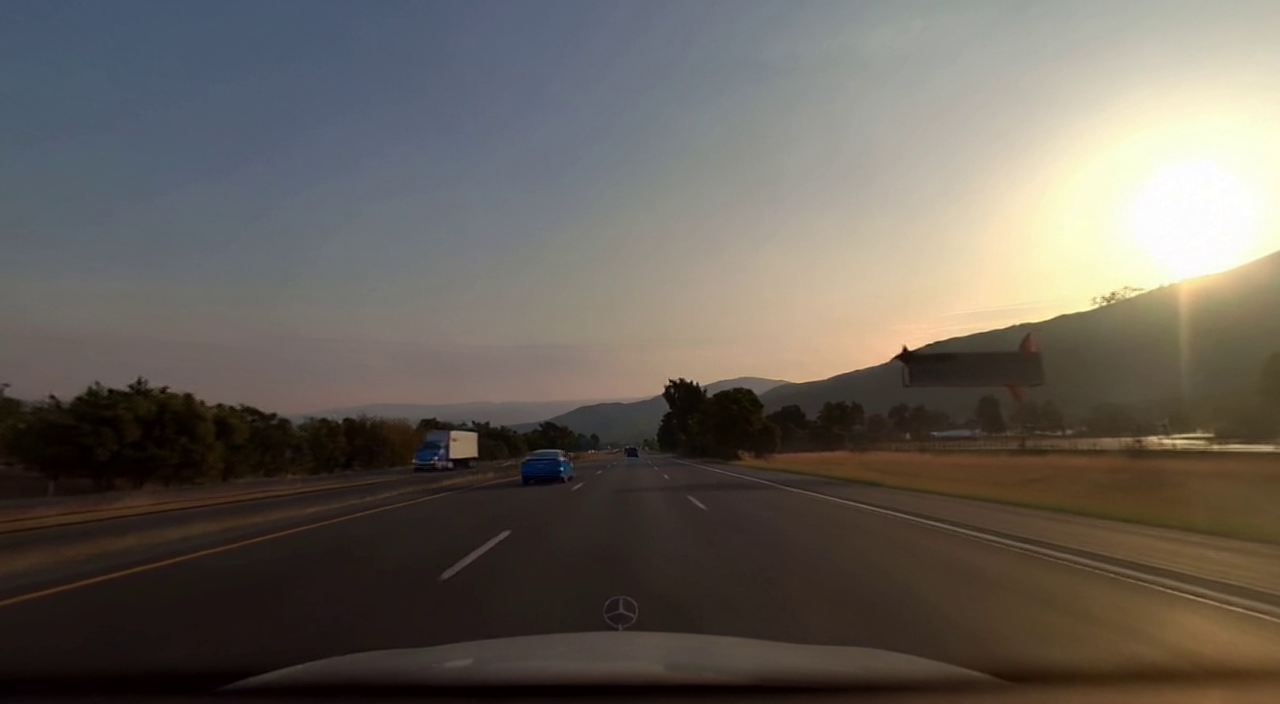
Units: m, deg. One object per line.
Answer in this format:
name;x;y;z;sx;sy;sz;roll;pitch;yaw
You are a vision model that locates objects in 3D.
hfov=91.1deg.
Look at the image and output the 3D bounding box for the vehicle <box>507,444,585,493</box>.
vehicle;-3.267;4.161;22.810;2.069;1.573;4.589;0;-9;1
